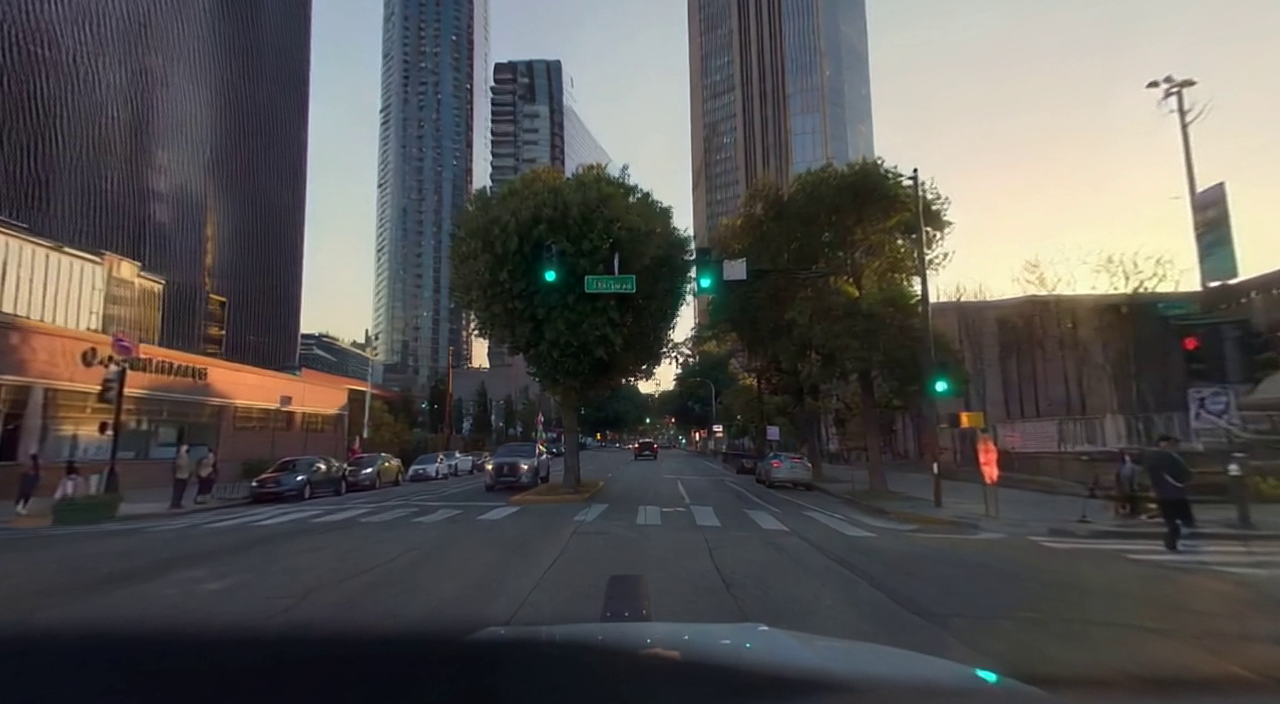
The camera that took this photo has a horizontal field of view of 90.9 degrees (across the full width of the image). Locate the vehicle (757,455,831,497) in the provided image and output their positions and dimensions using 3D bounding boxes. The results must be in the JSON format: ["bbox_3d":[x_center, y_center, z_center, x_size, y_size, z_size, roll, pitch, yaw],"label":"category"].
[{"bbox_3d":[6.154,4.994,25.799,1.882,1.479,4.652,0,-8,0],"label":"vehicle"}]

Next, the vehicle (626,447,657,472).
[{"bbox_3d":[0.127,8.023,47.143,2.165,1.749,4.078,0,-8,1],"label":"vehicle"}]

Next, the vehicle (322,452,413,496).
[{"bbox_3d":[-12.360,5.515,28.938,1.938,1.729,4.628,-2,-9,3],"label":"vehicle"}]

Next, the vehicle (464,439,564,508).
[{"bbox_3d":[-3.750,3.661,19.693,2.176,1.804,4.740,-2,-8,0],"label":"vehicle"}]

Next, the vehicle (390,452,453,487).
[{"bbox_3d":[-12.064,6.484,35.097,1.854,1.727,4.426,0,-8,1],"label":"vehicle"}]

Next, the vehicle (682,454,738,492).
[{"bbox_3d":[2.906,5.081,26.793,1.919,1.371,3.583,2,-8,0],"label":"vehicle"}]

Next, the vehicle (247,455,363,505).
[{"bbox_3d":[-12.566,4.796,24.015,2.118,1.644,4.188,0,-8,-1],"label":"vehicle"}]
